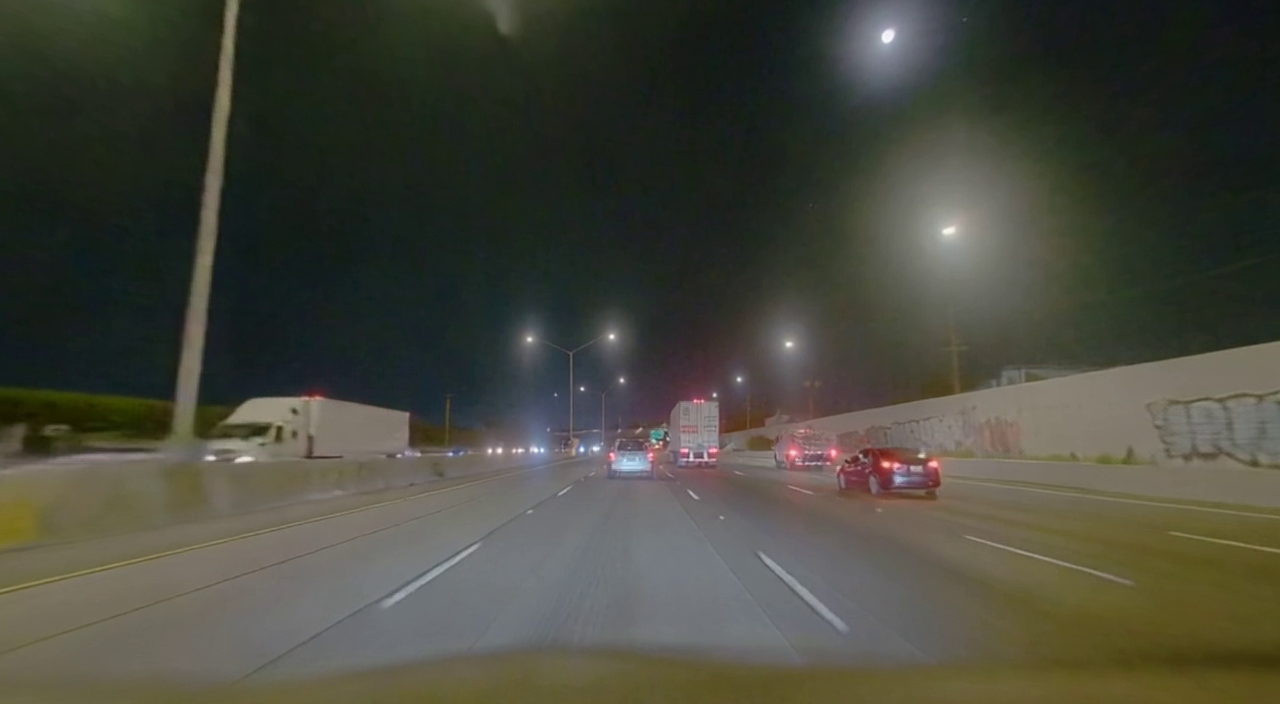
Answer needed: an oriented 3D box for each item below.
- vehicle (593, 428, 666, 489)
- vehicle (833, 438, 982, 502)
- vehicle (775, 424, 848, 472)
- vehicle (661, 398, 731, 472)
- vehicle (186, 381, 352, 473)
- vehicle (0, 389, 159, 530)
[{"bbox_3d":[-0.448,3.678,22.093,2.249,1.843,5.176,1,-9,-3],"label":"vehicle"},{"bbox_3d":[6.976,3.119,17.151,1.915,1.476,4.677,0,-9,-1],"label":"vehicle"},{"bbox_3d":[9.160,5.256,34.487,2.322,2.360,6.433,0,-9,1],"label":"vehicle"},{"bbox_3d":[3.092,5.095,38.068,2.976,3.806,10.591,0,-9,-2],"label":"vehicle"},{"bbox_3d":[-17.179,3.694,30.165,3.046,3.817,7.986,0,-9,-1],"label":"vehicle"},{"bbox_3d":[-10.423,1.593,9.378,2.470,1.992,5.196,0,-9,-1],"label":"vehicle"}]
